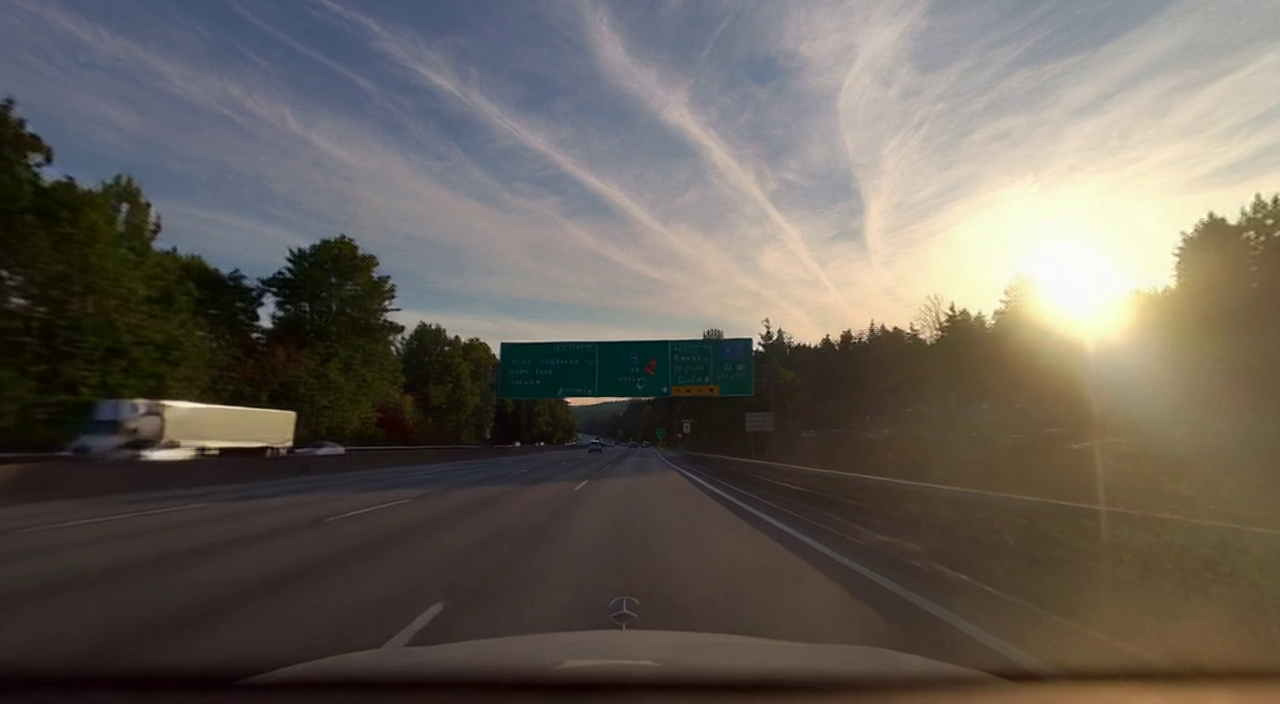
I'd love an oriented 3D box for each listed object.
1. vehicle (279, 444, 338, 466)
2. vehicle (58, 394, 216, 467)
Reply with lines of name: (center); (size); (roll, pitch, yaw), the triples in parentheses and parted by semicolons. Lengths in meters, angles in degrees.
vehicle: (-23.713, 7.397, 45.264); (1.836, 1.450, 4.415); (0, -9, -1)
vehicle: (-28.262, 4.595, 35.971); (3.003, 3.733, 6.945); (0, -9, 1)
